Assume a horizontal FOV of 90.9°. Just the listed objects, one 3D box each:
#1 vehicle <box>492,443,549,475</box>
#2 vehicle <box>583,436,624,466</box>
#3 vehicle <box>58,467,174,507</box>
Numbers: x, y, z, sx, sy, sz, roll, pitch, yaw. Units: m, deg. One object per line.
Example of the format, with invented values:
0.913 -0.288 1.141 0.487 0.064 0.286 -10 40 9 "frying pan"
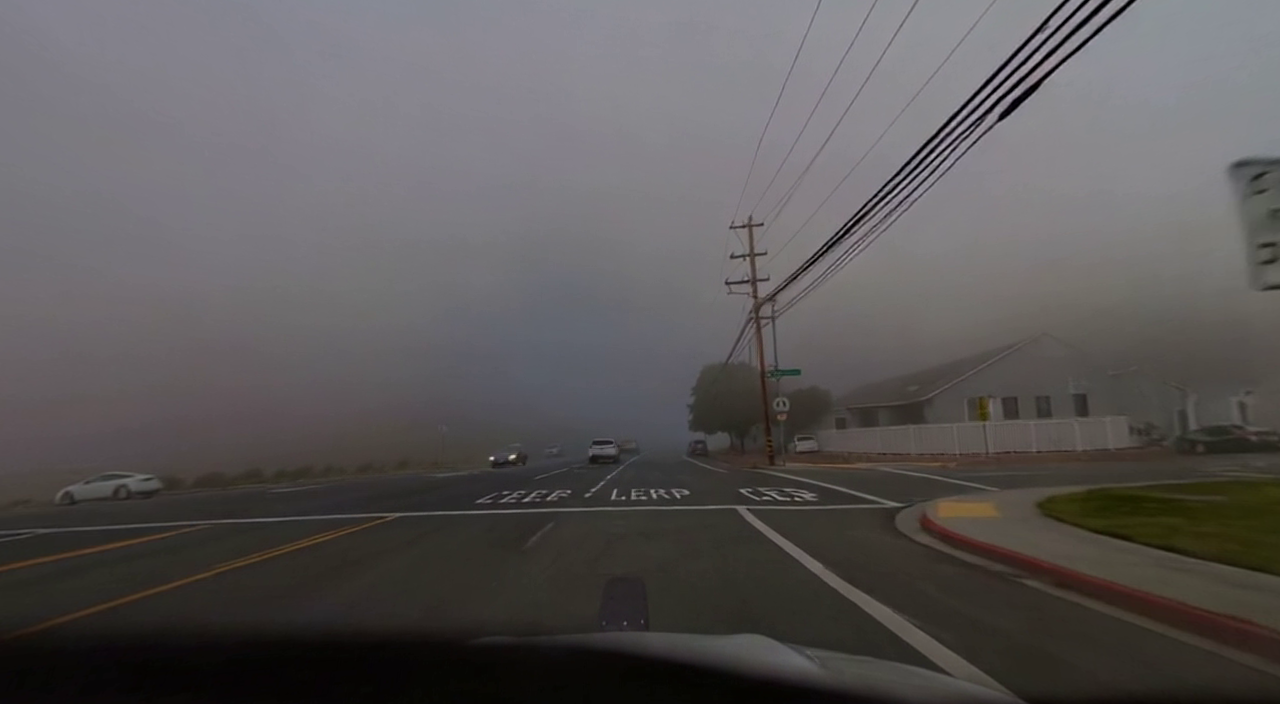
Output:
-6.368 5.736 34.039 2.155 1.533 4.530 -2 -9 0 "vehicle"
-2.333 6.501 41.523 2.327 1.861 4.941 0 -9 1 "vehicle"
-27.401 7.048 33.231 1.938 1.725 4.846 0 -9 0 "vehicle"
